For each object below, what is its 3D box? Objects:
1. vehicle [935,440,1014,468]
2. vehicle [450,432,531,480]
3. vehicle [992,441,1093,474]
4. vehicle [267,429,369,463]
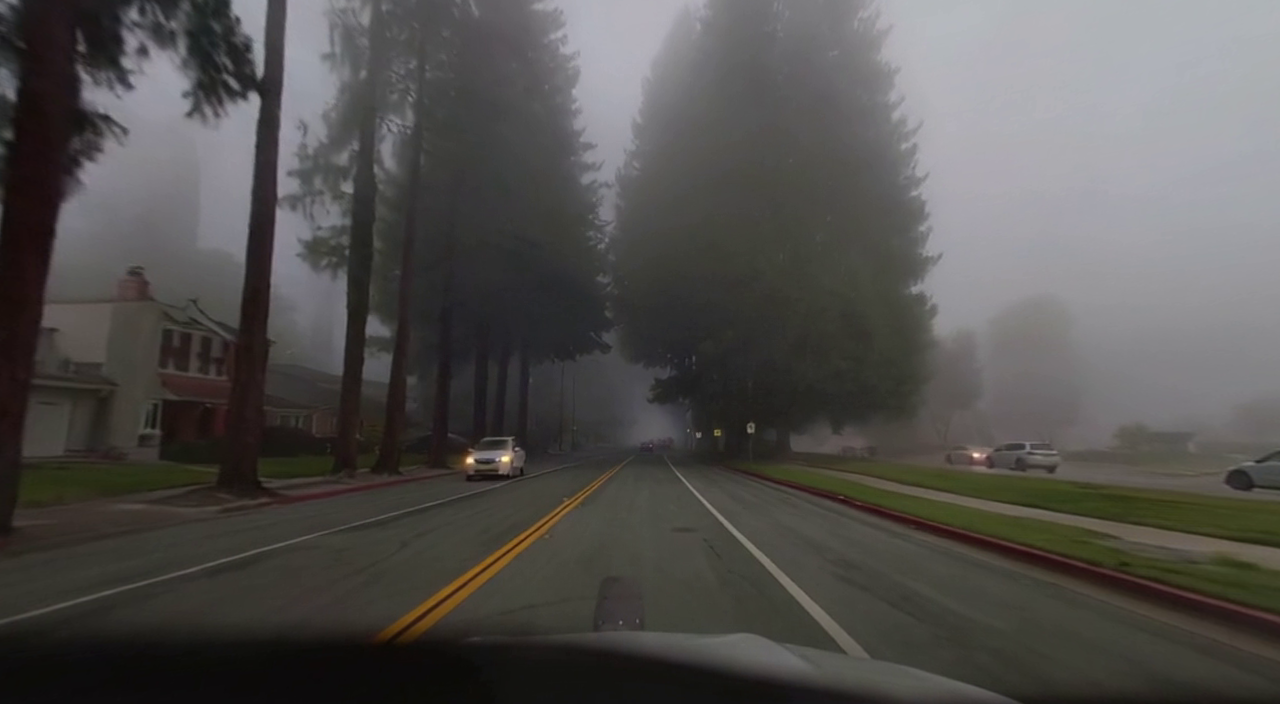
[{"bbox_3d":[18.918,5.762,35.971,1.946,1.459,4.489,0,-8,-1],"label":"vehicle"},{"bbox_3d":[-6.120,4.318,26.502,2.108,1.793,4.864,0,-8,1],"label":"vehicle"},{"bbox_3d":[19.040,4.994,30.169,1.773,1.463,4.486,0,-8,-1],"label":"vehicle"},{"bbox_3d":[-16.191,4.757,31.930,4.045,1.622,1.983,-1,-8,4],"label":"vehicle"}]
